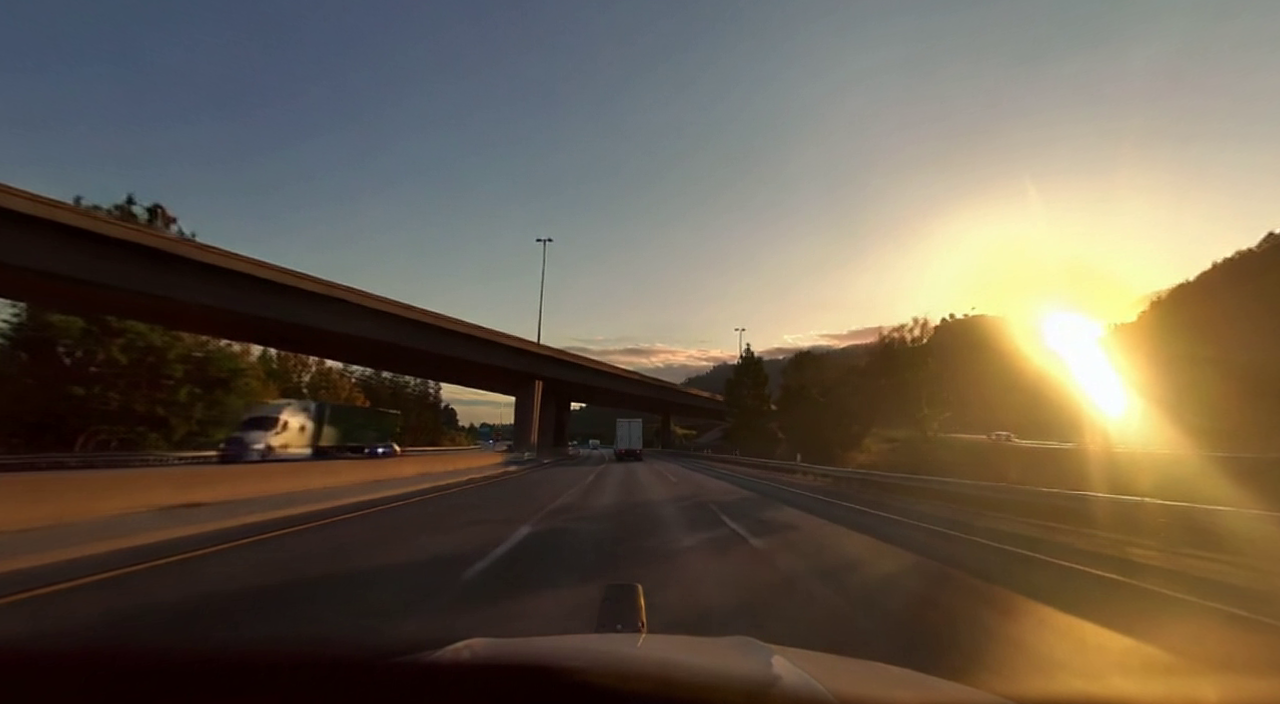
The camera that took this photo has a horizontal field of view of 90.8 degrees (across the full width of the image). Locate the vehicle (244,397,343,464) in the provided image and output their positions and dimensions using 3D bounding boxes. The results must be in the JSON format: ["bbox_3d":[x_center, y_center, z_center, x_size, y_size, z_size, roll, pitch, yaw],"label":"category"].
[{"bbox_3d":[-21.732,5.074,39.988,2.984,3.924,5.928,0,-9,-3],"label":"vehicle"}]
